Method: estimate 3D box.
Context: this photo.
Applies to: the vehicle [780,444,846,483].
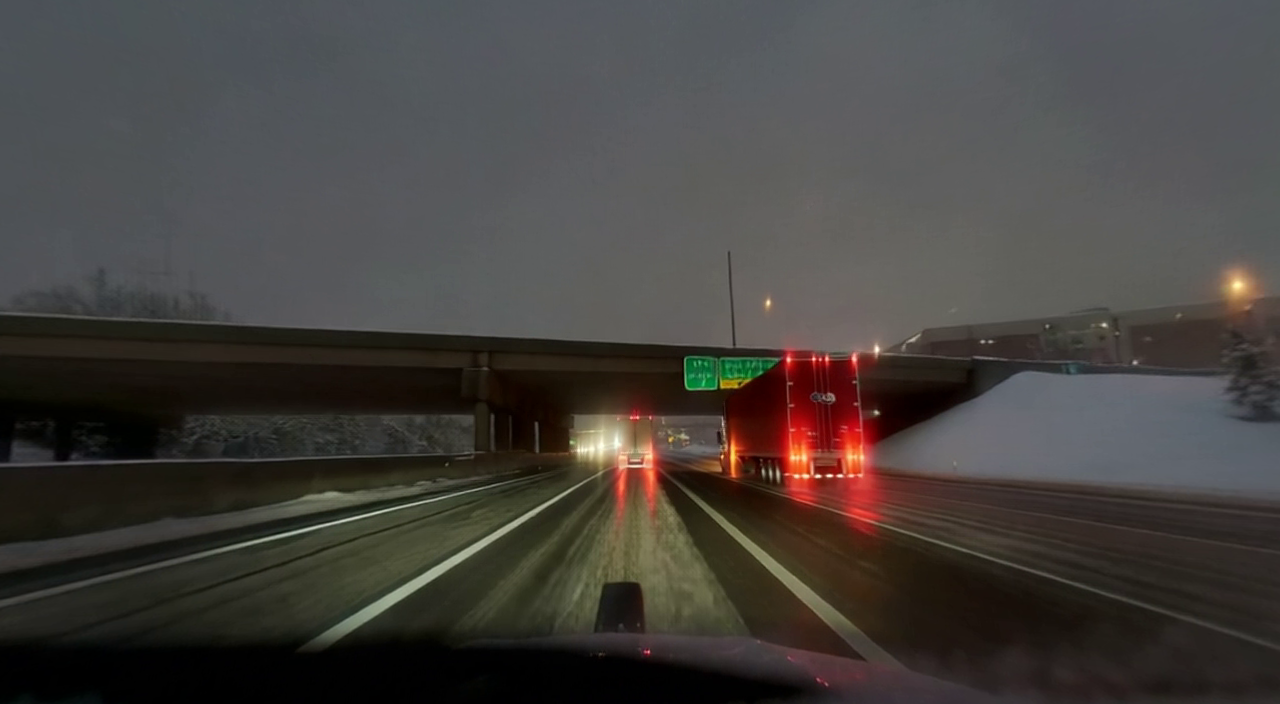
[{"bbox_3d":[7.225,4.691,26.702,1.687,1.503,3.688,0,-9,0],"label":"vehicle"}]
